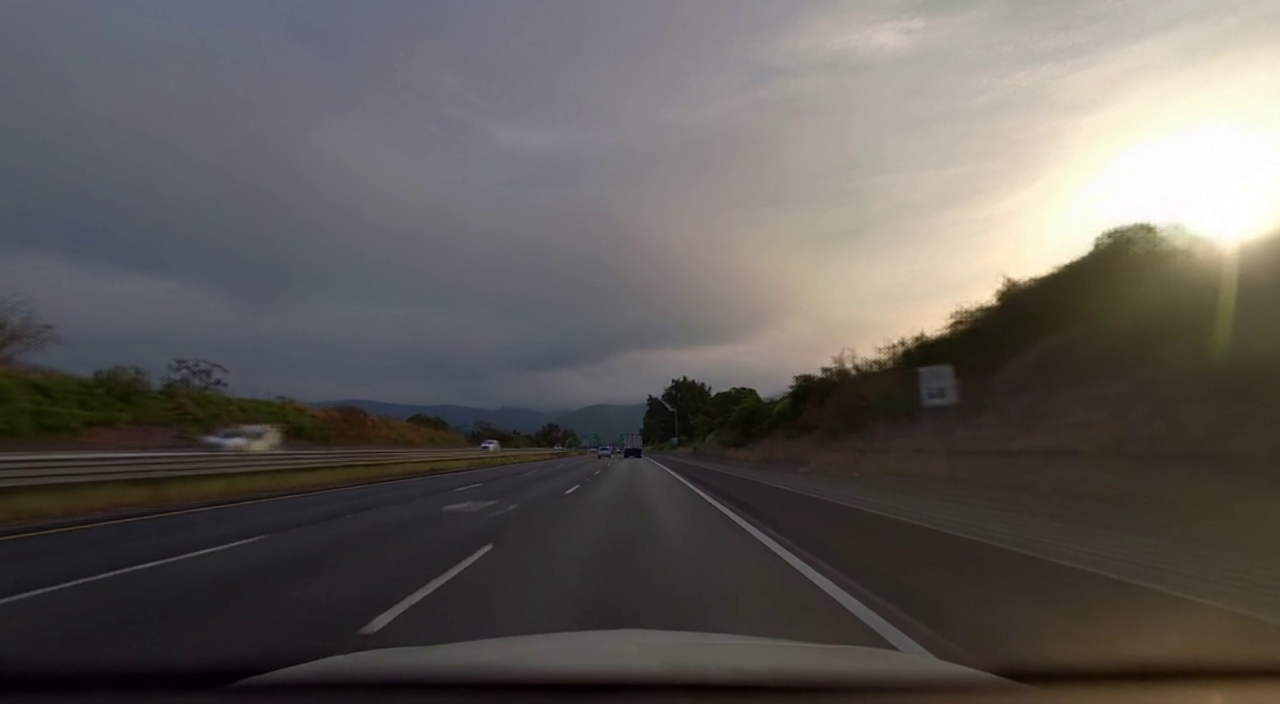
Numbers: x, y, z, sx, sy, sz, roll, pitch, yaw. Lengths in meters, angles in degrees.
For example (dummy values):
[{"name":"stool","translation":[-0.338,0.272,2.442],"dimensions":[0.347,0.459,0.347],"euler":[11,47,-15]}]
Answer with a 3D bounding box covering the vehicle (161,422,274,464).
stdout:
[{"name":"vehicle","translation":[-19.226,4.199,29.009],"dimensions":[1.984,1.749,4.632],"euler":[0,-9,-1]}]
